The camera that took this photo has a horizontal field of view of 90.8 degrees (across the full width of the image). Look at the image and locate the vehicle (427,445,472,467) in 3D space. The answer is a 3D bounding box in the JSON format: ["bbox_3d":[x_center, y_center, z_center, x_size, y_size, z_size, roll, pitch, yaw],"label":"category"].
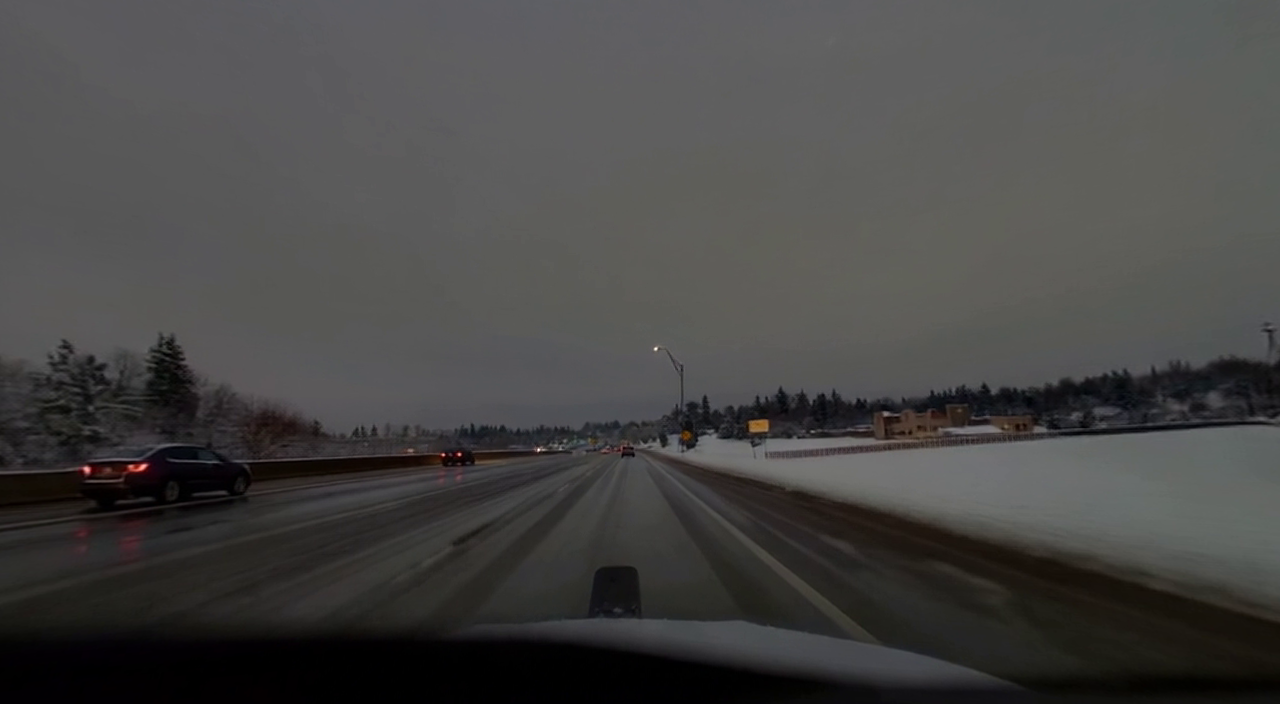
[{"bbox_3d":[-14.796,8.102,49.296,2.057,1.619,4.443,0,-9,0],"label":"vehicle"}]

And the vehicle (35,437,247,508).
[{"bbox_3d":[-14.327,3.457,18.710,2.049,1.792,5.177,0,-9,0],"label":"vehicle"}]
